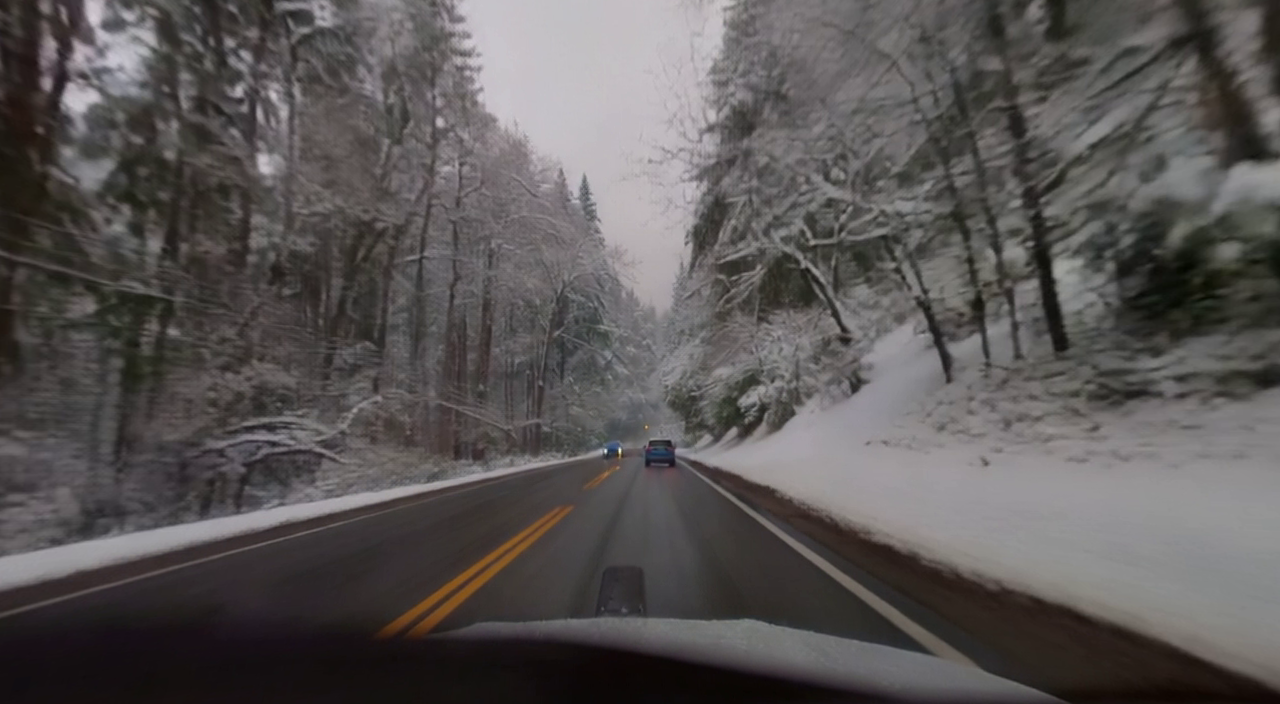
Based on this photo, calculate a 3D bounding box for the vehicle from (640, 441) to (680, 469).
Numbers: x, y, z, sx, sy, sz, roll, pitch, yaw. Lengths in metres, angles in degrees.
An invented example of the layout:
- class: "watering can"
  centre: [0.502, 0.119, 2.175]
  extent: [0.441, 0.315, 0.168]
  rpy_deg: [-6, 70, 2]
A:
- class: "vehicle"
  centre: [1.088, 5.881, 36.159]
  extent: [2.120, 1.491, 4.349]
  rpy_deg: [0, -8, 0]
